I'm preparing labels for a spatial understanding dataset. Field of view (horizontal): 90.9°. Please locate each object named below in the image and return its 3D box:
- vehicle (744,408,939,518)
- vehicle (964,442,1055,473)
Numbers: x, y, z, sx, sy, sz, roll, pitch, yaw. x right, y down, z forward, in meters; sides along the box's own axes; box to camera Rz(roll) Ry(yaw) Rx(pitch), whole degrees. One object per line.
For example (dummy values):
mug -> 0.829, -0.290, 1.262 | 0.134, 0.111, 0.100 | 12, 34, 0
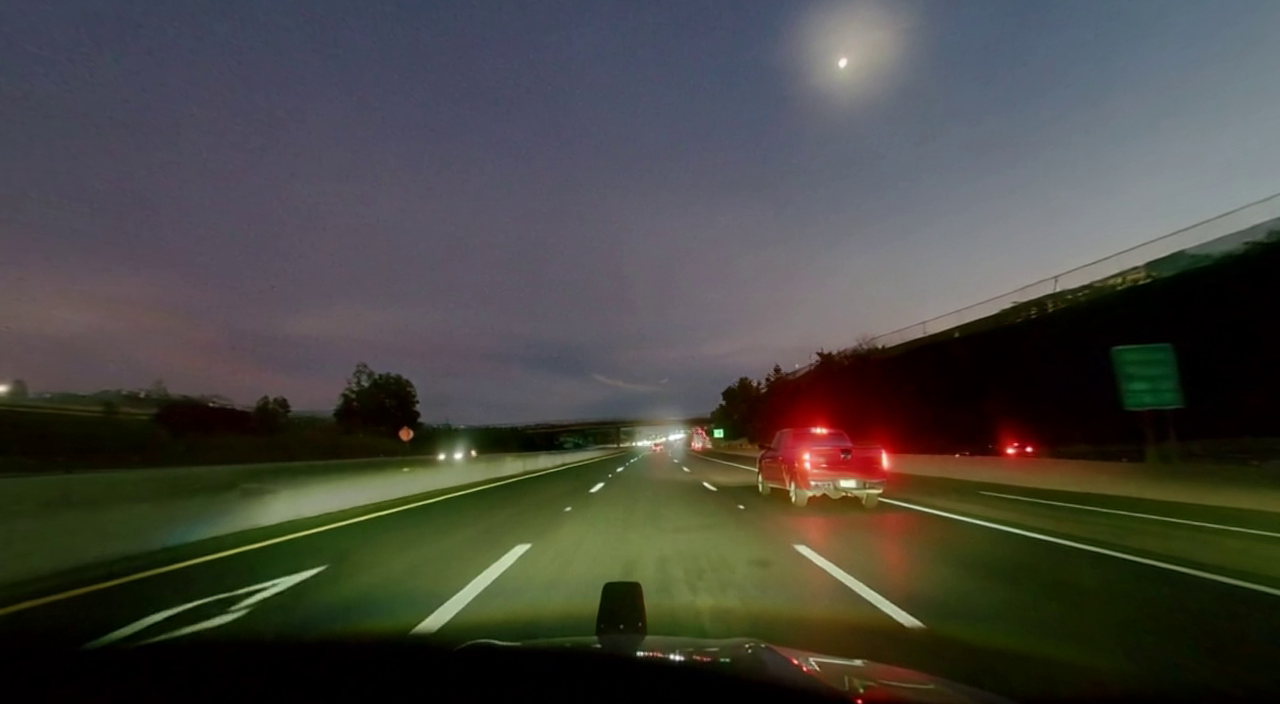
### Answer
vehicle -> 4.209, 2.460, 14.537 | 2.505, 2.020, 5.532 | 0, -8, -2
vehicle -> 19.916, 5.691, 34.229 | 1.911, 1.577, 4.477 | 1, -9, -5
